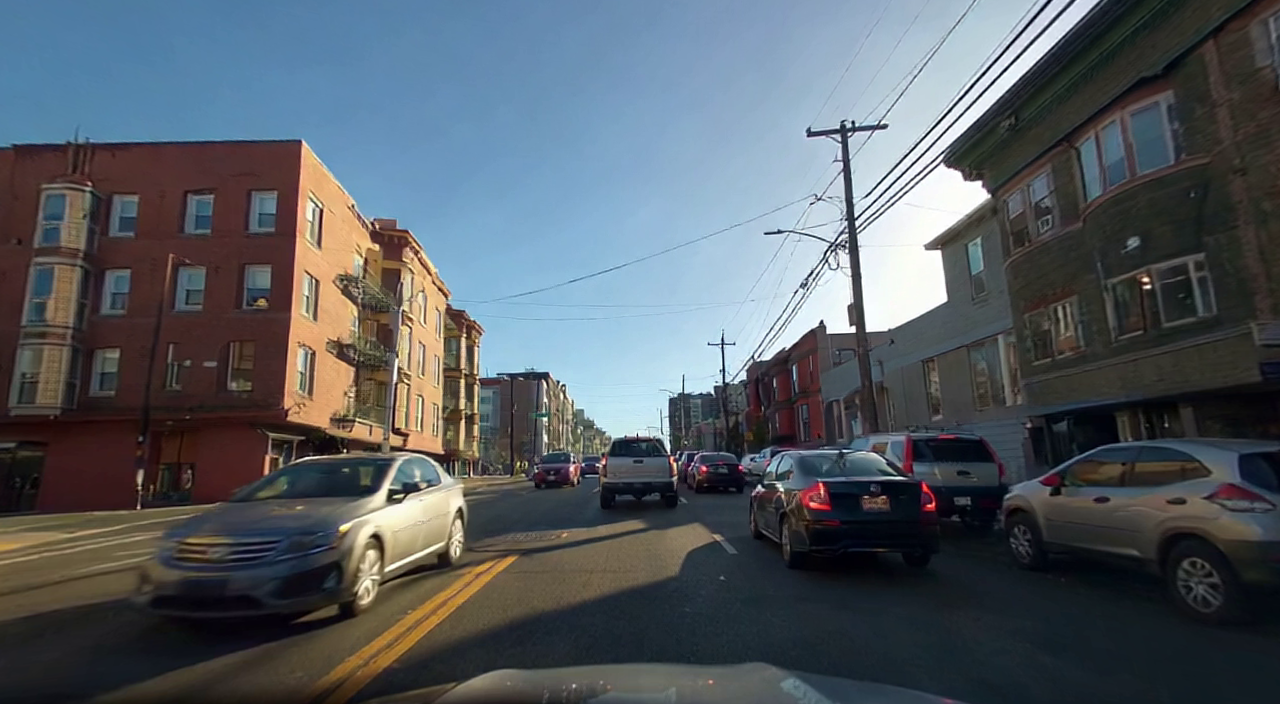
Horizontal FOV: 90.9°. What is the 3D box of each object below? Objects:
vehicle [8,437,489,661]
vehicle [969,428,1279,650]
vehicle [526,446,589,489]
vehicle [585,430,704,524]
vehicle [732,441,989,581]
[{"bbox_3d":[-3.207,1.671,6.553,2.087,1.493,4.402,0,-8,1],"label":"vehicle"},{"bbox_3d":[5.530,1.626,6.391,1.931,1.585,4.387,0,-9,-1],"label":"vehicle"},{"bbox_3d":[-3.535,5.041,27.858,2.112,1.705,4.365,0,-8,1],"label":"vehicle"},{"bbox_3d":[0.047,2.646,13.916,2.232,1.736,4.036,0,-8,-1],"label":"vehicle"},{"bbox_3d":[2.677,2.028,9.001,2.029,1.460,4.451,0,-8,0],"label":"vehicle"}]
